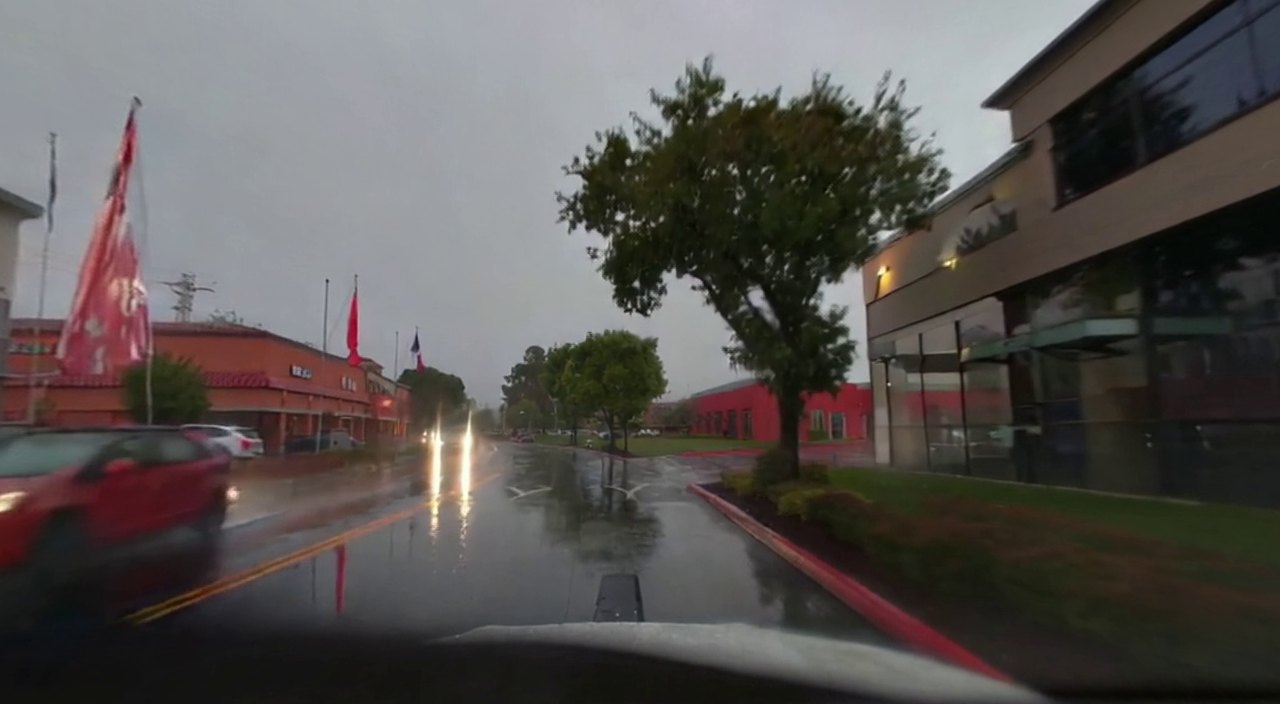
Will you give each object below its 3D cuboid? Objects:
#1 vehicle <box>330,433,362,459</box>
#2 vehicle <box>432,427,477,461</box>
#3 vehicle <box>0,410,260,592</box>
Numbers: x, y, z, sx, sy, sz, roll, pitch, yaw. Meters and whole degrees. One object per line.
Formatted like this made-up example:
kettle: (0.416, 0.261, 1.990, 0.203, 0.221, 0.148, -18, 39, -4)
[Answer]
vehicle: (-19.175, 6.143, 41.166, 1.778, 1.584, 2.802, 2, -8, -23)
vehicle: (-11.078, 5.490, 37.863, 2.026, 1.882, 4.277, 0, -7, -9)
vehicle: (-6.726, 1.578, 7.523, 1.963, 1.589, 4.212, 0, -7, -4)
